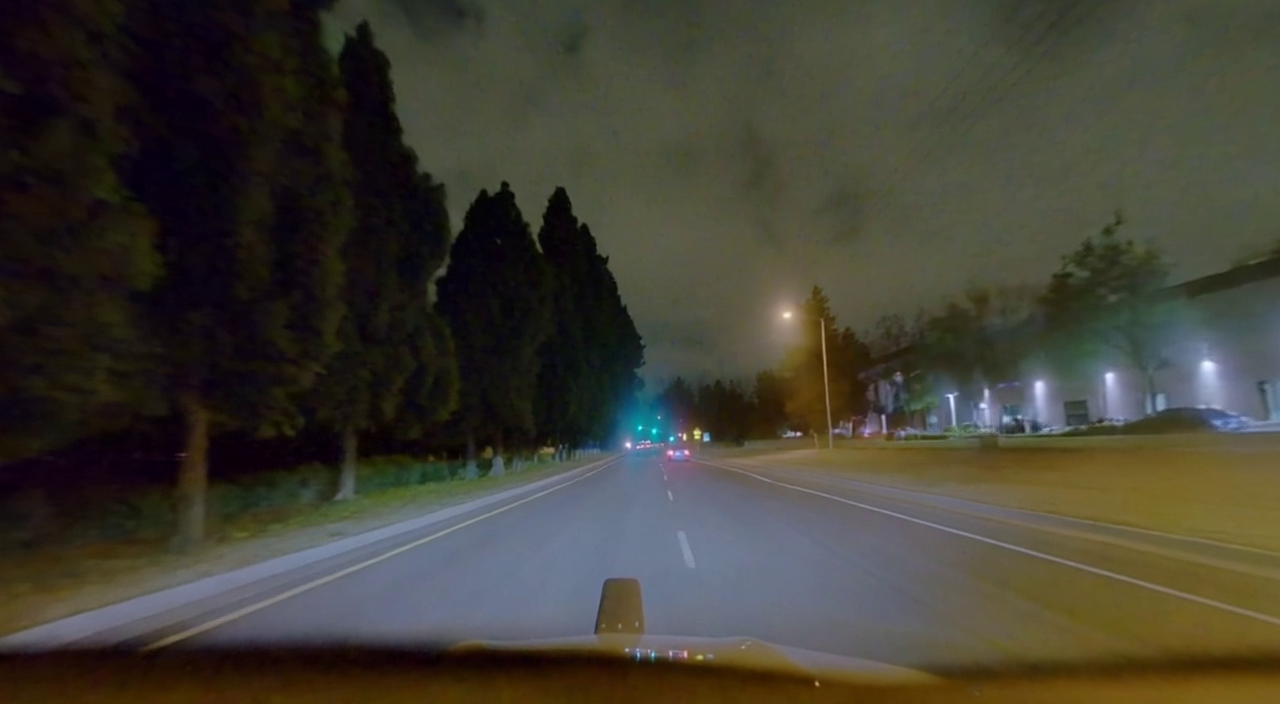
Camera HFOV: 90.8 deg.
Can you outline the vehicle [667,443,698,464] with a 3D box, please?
[{"bbox_3d":[3.062,7.473,46.721,1.925,1.488,4.271,0,-8,-1],"label":"vehicle"}]
